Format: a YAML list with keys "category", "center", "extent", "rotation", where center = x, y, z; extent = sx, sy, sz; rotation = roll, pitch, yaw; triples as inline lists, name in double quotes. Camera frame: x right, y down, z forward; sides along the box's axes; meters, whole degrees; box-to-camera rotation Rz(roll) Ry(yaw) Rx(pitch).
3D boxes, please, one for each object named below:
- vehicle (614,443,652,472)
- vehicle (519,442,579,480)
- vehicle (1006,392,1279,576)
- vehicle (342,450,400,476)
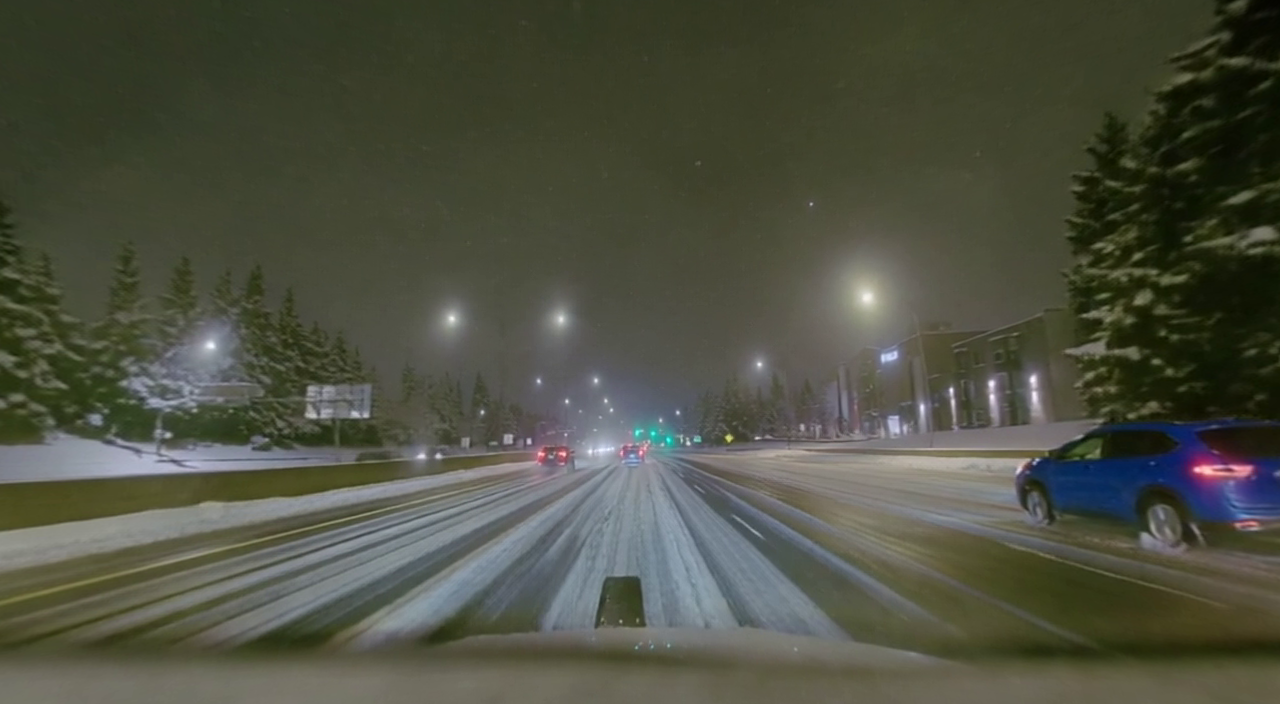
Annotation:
- category: "vehicle"
  center: [-0.409, 5.880, 35.309]
  extent: [1.997, 1.485, 4.094]
  rotation: [0, -9, -1]
- category: "vehicle"
  center: [-3.824, 4.664, 27.384]
  extent: [1.886, 1.465, 4.625]
  rotation: [0, -9, 0]
- category: "vehicle"
  center: [7.315, 1.614, 8.353]
  extent: [2.028, 1.801, 4.741]
  rotation: [0, -9, -1]
- category: "vehicle"
  center: [-16.793, 6.942, 39.680]
  extent: [1.903, 1.526, 3.970]
  rotation: [0, -9, 0]
